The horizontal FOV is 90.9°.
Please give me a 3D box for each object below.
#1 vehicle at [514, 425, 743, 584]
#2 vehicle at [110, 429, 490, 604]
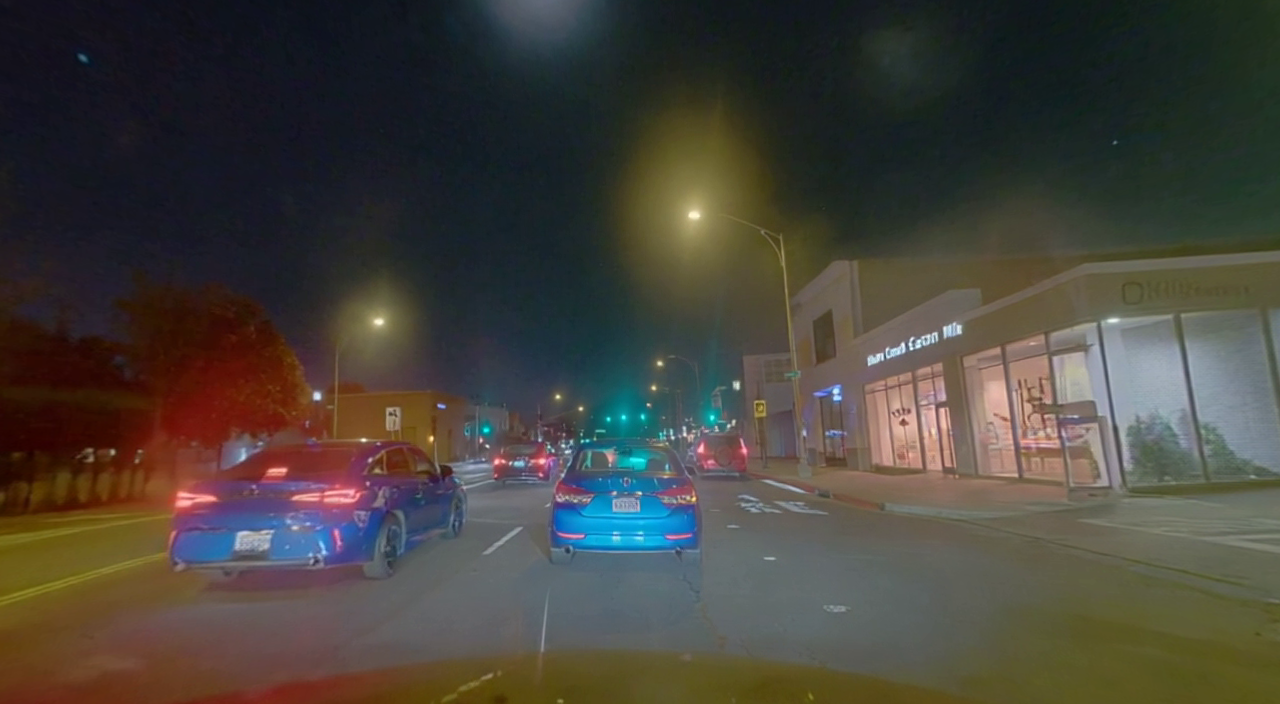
[{"bbox_3d":[-0.117,1.753,8.043,2.160,1.482,4.037,0,-9,0],"label":"vehicle"},{"bbox_3d":[-3.405,1.720,7.575,2.029,1.456,4.414,0,-9,1],"label":"vehicle"}]
